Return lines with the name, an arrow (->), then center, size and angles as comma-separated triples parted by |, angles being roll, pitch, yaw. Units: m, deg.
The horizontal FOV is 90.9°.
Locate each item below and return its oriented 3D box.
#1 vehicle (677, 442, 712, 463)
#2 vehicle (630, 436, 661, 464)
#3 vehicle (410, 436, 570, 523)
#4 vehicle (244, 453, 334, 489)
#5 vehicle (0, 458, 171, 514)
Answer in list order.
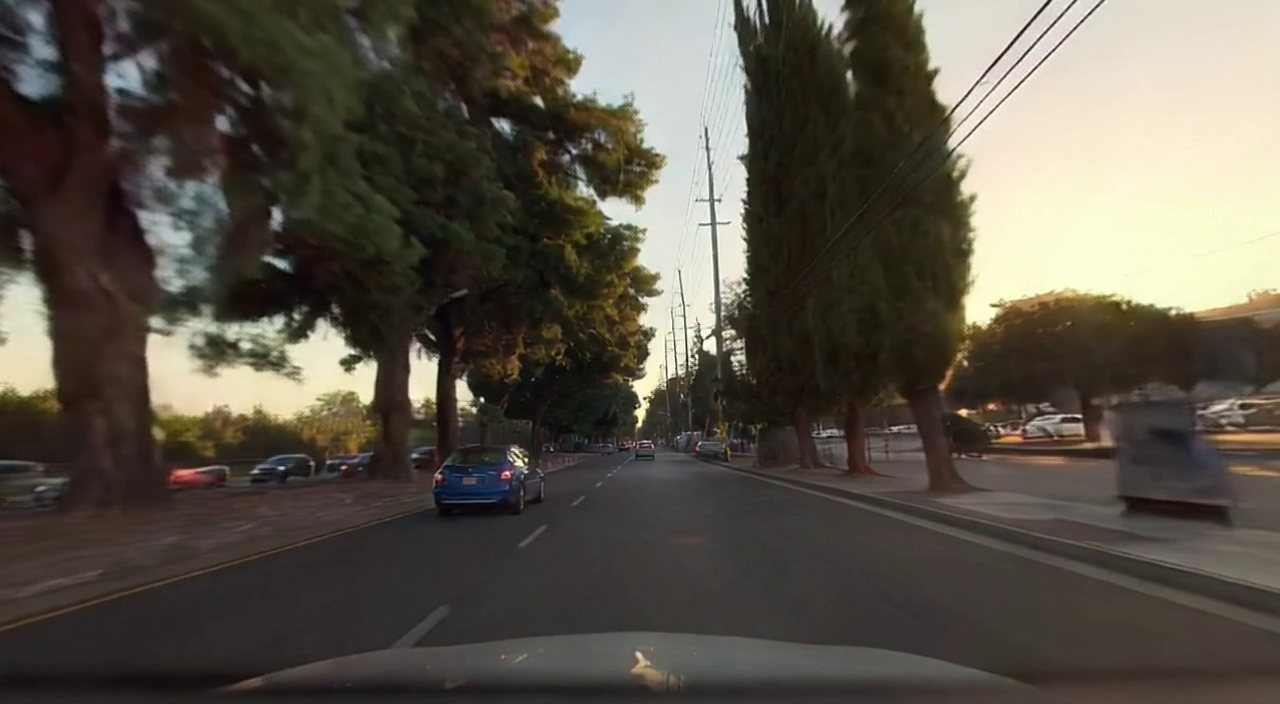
vehicle -> 3.900, 7.248, 45.638 | 2.142, 1.475, 4.565 | 0, -8, 0
vehicle -> 0.380, 6.792, 43.714 | 2.060, 1.845, 4.151 | 0, -8, 0
vehicle -> -2.861, 2.567, 13.350 | 2.087, 1.480, 4.825 | 0, -8, 2
vehicle -> -16.662, 5.649, 30.175 | 1.879, 1.545, 3.943 | -1, -9, 3
vehicle -> -18.047, 4.240, 20.496 | 1.945, 1.511, 4.458 | -1, -9, 5
